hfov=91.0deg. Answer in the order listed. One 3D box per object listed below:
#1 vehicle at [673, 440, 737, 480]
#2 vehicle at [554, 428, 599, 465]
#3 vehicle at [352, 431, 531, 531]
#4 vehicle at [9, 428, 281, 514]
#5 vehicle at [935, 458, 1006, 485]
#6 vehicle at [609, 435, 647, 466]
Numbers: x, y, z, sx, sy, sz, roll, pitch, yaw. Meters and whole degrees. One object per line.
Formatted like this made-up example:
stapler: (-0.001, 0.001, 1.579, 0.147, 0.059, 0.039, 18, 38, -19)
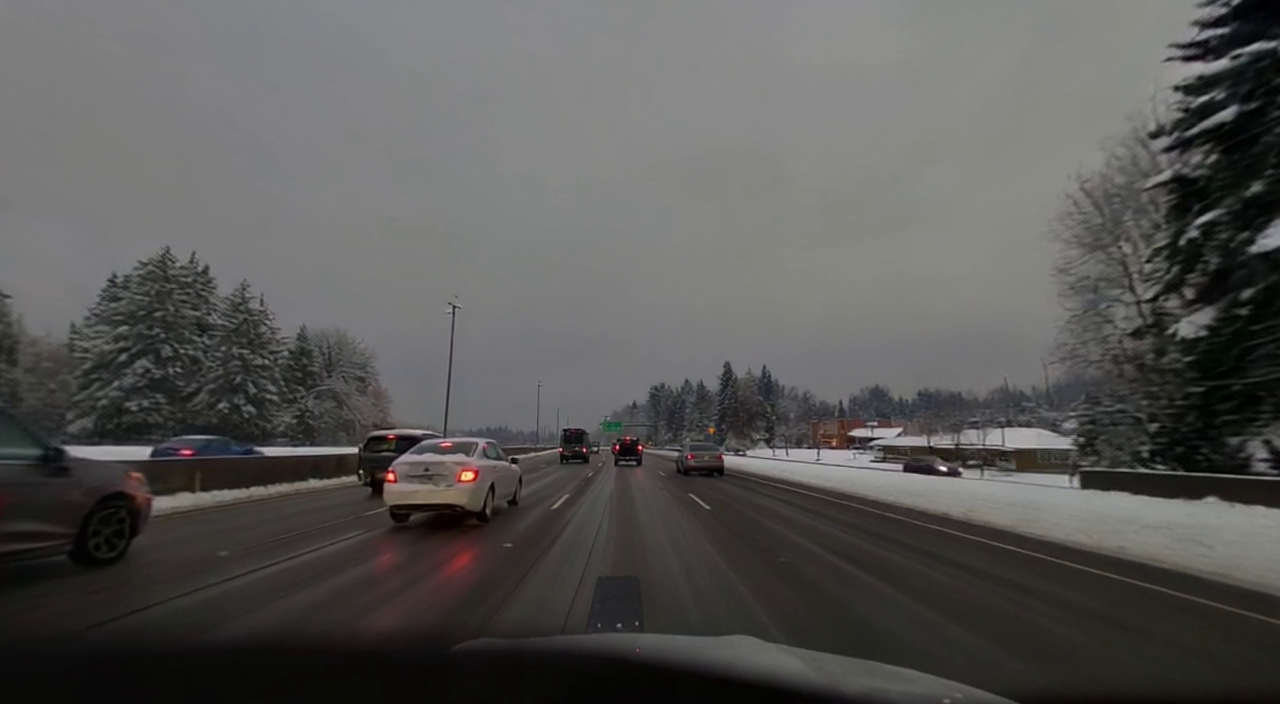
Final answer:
vehicle: (2.641, 4.526, 26.666, 2.127, 1.513, 4.501, 0, -9, -2)
vehicle: (-4.166, 6.328, 42.142, 2.504, 2.276, 5.933, 0, -9, -1)
vehicle: (-3.411, 2.292, 11.777, 1.963, 1.507, 4.172, 0, -9, 0)
vehicle: (-10.484, 2.552, 14.038, 2.014, 1.549, 4.957, 0, -9, 0)
vehicle: (20.520, 7.412, 39.359, 1.896, 1.474, 4.502, 0, -9, -2)
vehicle: (-0.752, 6.188, 39.485, 2.207, 1.807, 4.199, 0, -9, -1)
